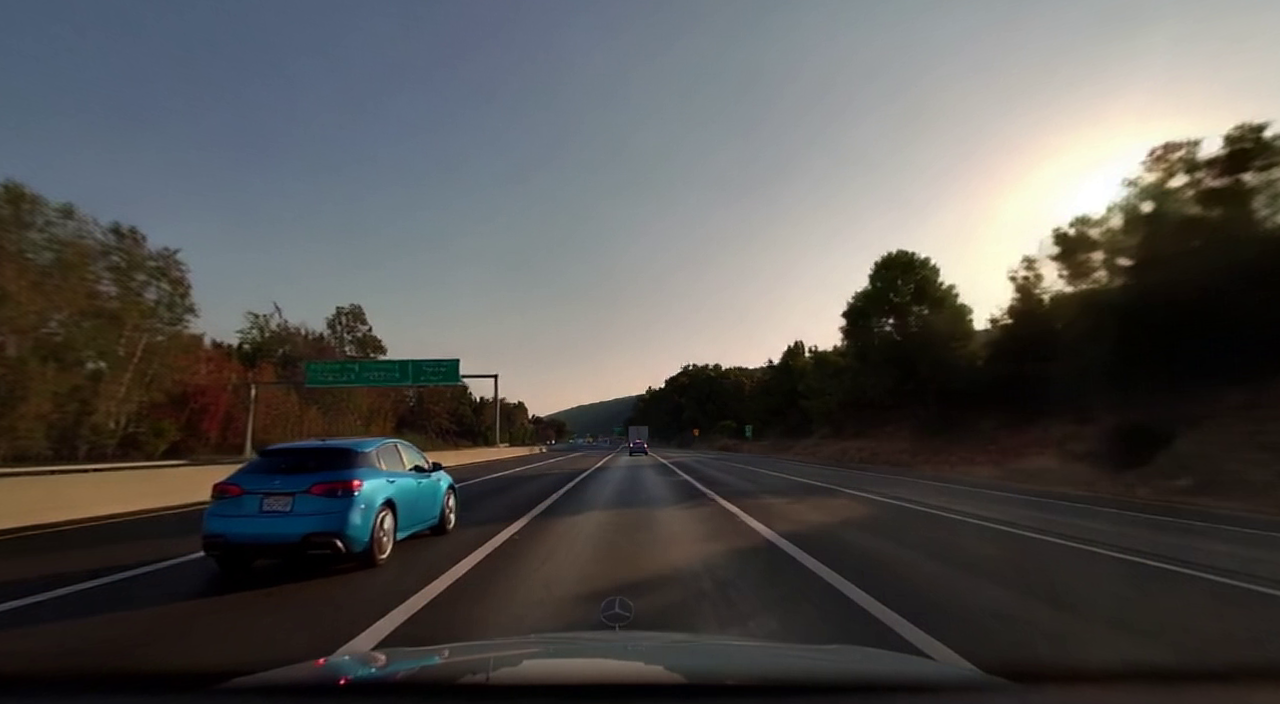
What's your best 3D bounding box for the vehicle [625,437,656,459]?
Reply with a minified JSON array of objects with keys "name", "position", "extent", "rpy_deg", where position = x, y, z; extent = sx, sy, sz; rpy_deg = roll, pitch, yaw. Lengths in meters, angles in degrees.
[{"name":"vehicle","position":[-0.020,6.478,42.591],"extent":[2.028,1.440,3.690],"rpy_deg":[0,-8,-1]}]
